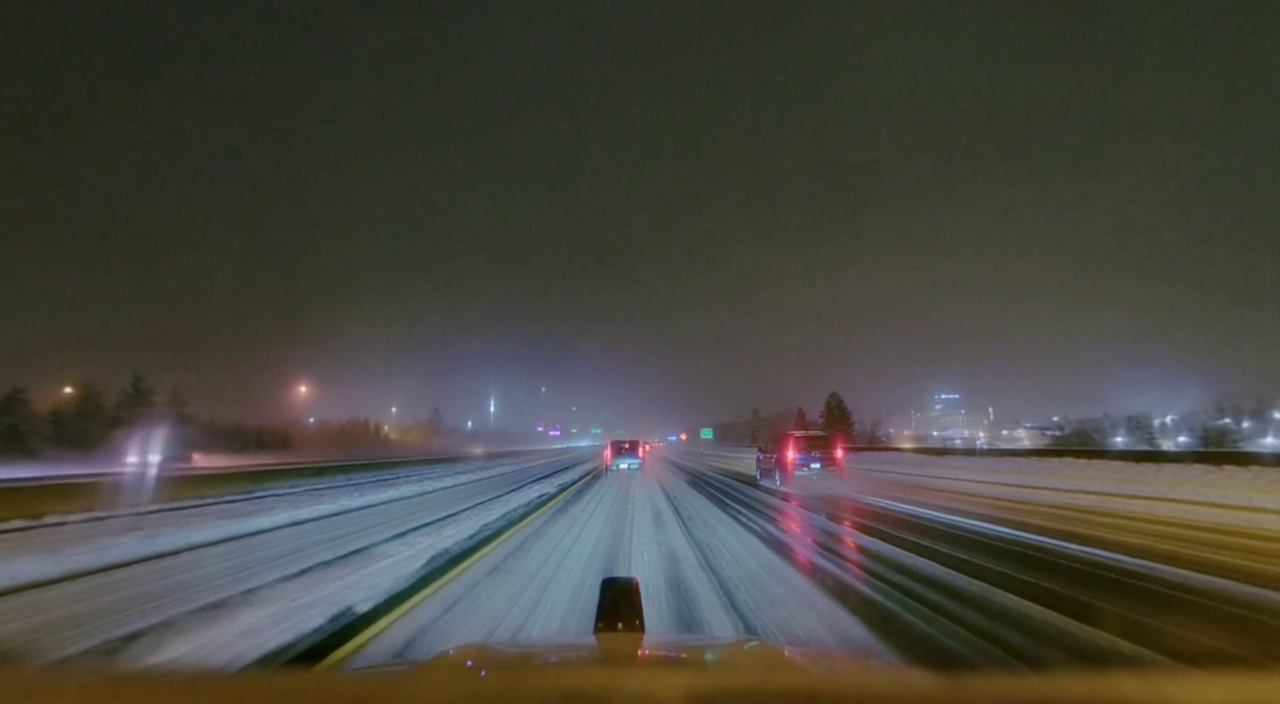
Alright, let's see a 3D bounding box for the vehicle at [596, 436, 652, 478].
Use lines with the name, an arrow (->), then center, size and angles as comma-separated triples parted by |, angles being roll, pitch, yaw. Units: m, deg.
vehicle -> -0.619, 4.317, 26.047 | 2.147, 1.576, 3.964 | 0, -8, 0
